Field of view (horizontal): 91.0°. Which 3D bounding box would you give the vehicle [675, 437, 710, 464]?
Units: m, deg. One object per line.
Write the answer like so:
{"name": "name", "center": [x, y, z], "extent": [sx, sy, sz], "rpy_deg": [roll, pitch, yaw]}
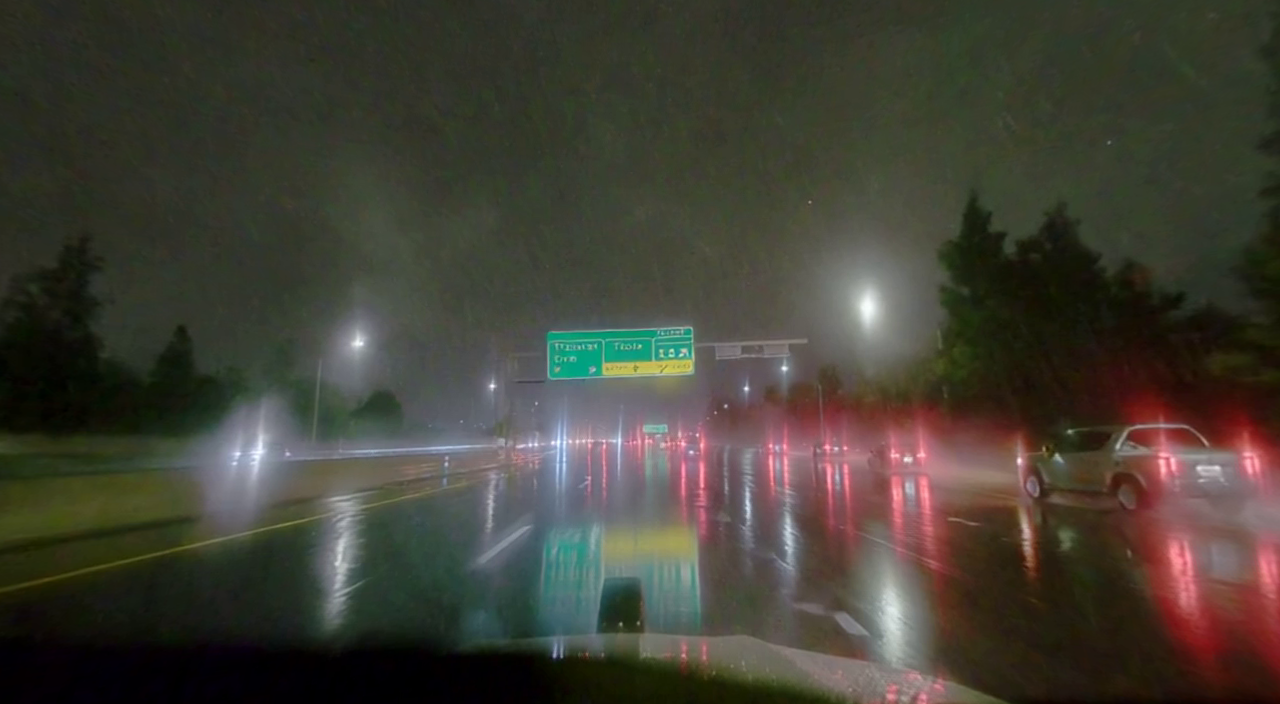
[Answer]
{"name": "vehicle", "center": [3.697, 7.062, 45.266], "extent": [2.147, 1.794, 4.538], "rpy_deg": [0, -9, 0]}

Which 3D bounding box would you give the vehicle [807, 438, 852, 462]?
{"name": "vehicle", "center": [14.082, 7.331, 47.043], "extent": [2.020, 1.707, 4.424], "rpy_deg": [0, -9, 1]}

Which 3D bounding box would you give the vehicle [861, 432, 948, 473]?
{"name": "vehicle", "center": [12.342, 4.761, 29.820], "extent": [2.116, 1.754, 4.727], "rpy_deg": [0, -9, 1]}

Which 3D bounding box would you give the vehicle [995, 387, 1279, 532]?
{"name": "vehicle", "center": [10.073, 2.075, 12.599], "extent": [2.442, 2.140, 6.462], "rpy_deg": [0, -9, 3]}
